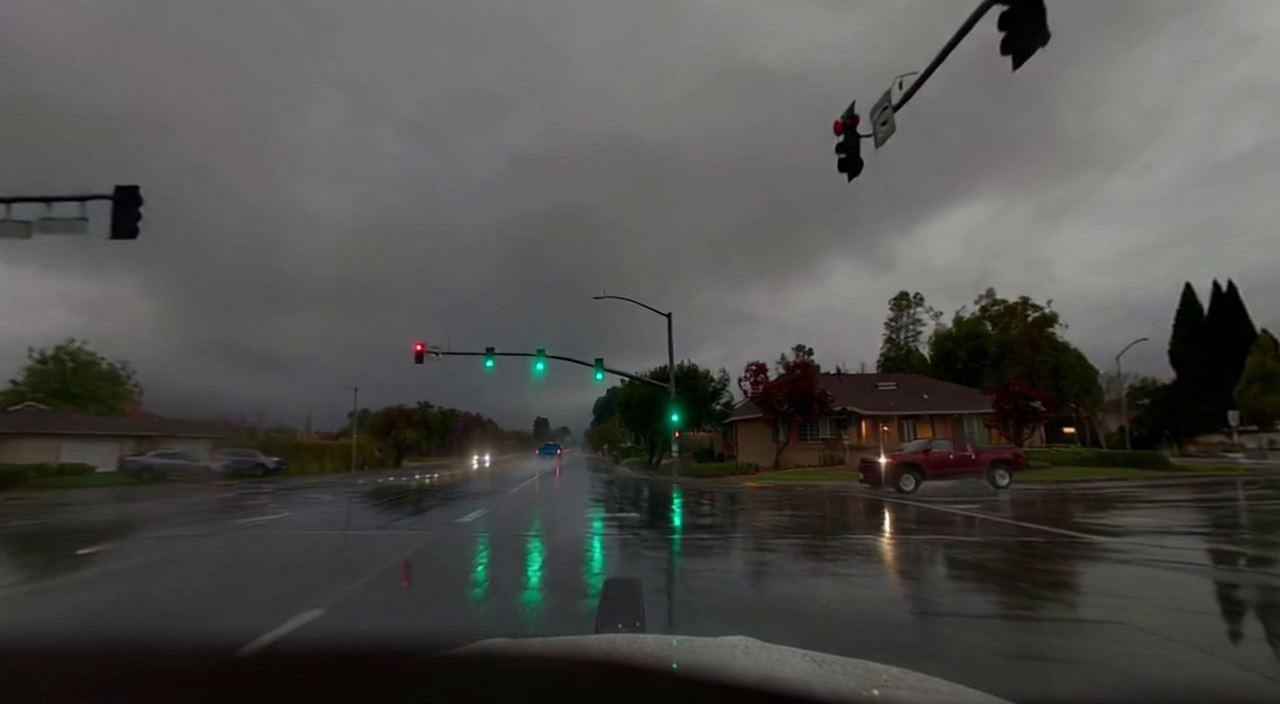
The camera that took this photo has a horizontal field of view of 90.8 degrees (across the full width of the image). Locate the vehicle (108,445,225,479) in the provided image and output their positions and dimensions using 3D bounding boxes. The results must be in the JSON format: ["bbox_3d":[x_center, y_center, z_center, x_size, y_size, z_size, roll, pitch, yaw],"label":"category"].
[{"bbox_3d":[-25.947,6.023,34.762,4.772,1.745,2.058,0,-9,1],"label":"vehicle"}]

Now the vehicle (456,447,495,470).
[{"bbox_3d":[-11.847,7.674,45.809,2.069,1.537,4.719,1,-9,-6],"label":"vehicle"}]

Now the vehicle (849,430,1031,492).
[{"bbox_3d":[9.036,3.300,19.312,4.500,1.761,1.975,0,-9,-4],"label":"vehicle"}]
